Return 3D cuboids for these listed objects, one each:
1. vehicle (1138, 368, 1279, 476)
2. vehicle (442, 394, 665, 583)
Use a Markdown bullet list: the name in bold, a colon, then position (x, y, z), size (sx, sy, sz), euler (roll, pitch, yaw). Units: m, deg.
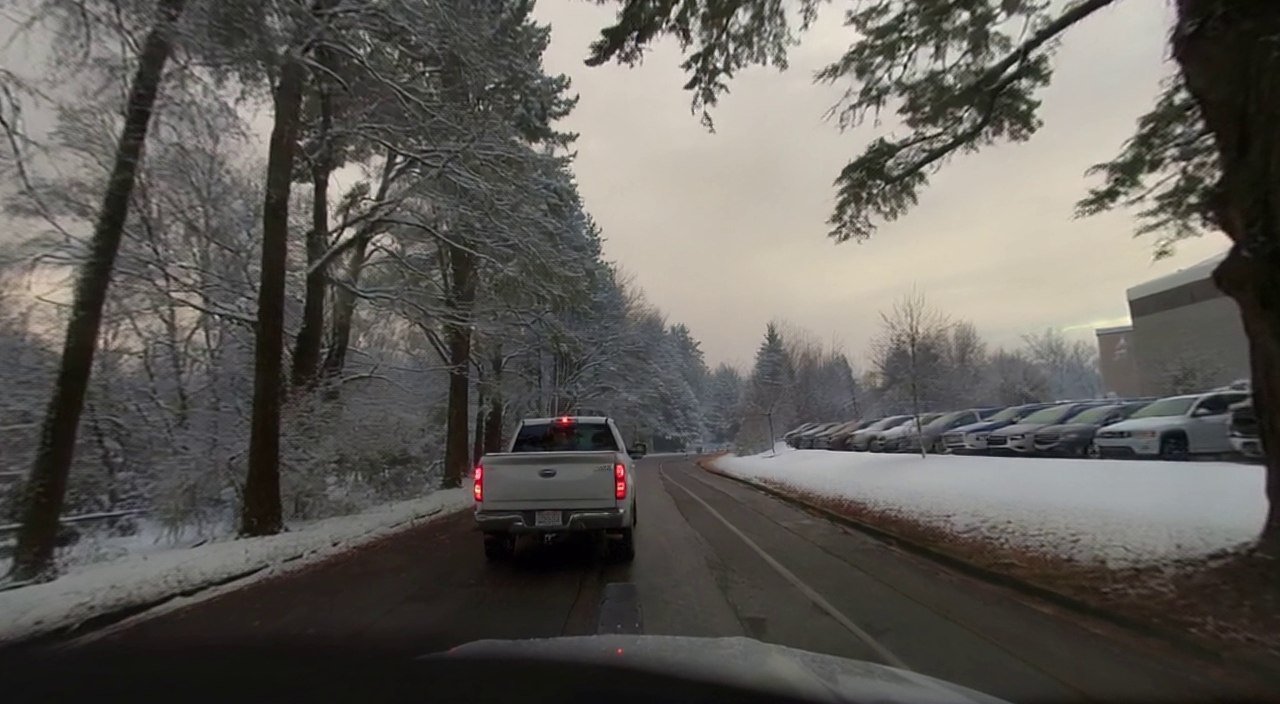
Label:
- **vehicle**: position (12.738, 1.370, 12.180), size (4.368, 1.901, 2.112), euler (0, -8, 2)
- **vehicle**: position (-0.783, 1.695, 8.719), size (2.157, 1.816, 5.039), euler (0, -8, 1)
